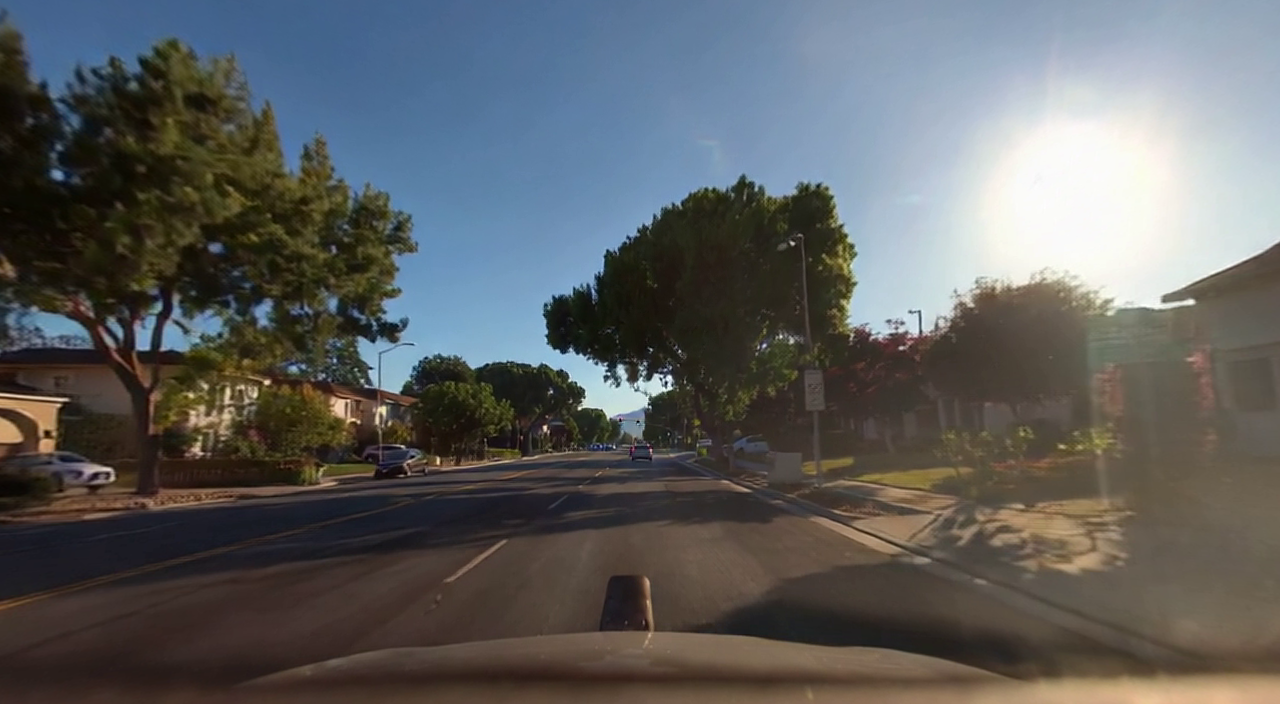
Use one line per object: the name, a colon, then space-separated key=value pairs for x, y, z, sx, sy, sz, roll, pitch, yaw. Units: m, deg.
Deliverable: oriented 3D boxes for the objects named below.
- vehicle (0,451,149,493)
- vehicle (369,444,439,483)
vehicle: x=-22.924 y=4.735 z=25.072 sx=4.791 sy=1.564 sz=2.125 roll=0 pitch=-9 yaw=-5
vehicle: x=-14.277 y=6.726 z=38.531 sx=2.337 sy=1.850 sz=5.448 roll=-4 pitch=-6 yaw=-2
